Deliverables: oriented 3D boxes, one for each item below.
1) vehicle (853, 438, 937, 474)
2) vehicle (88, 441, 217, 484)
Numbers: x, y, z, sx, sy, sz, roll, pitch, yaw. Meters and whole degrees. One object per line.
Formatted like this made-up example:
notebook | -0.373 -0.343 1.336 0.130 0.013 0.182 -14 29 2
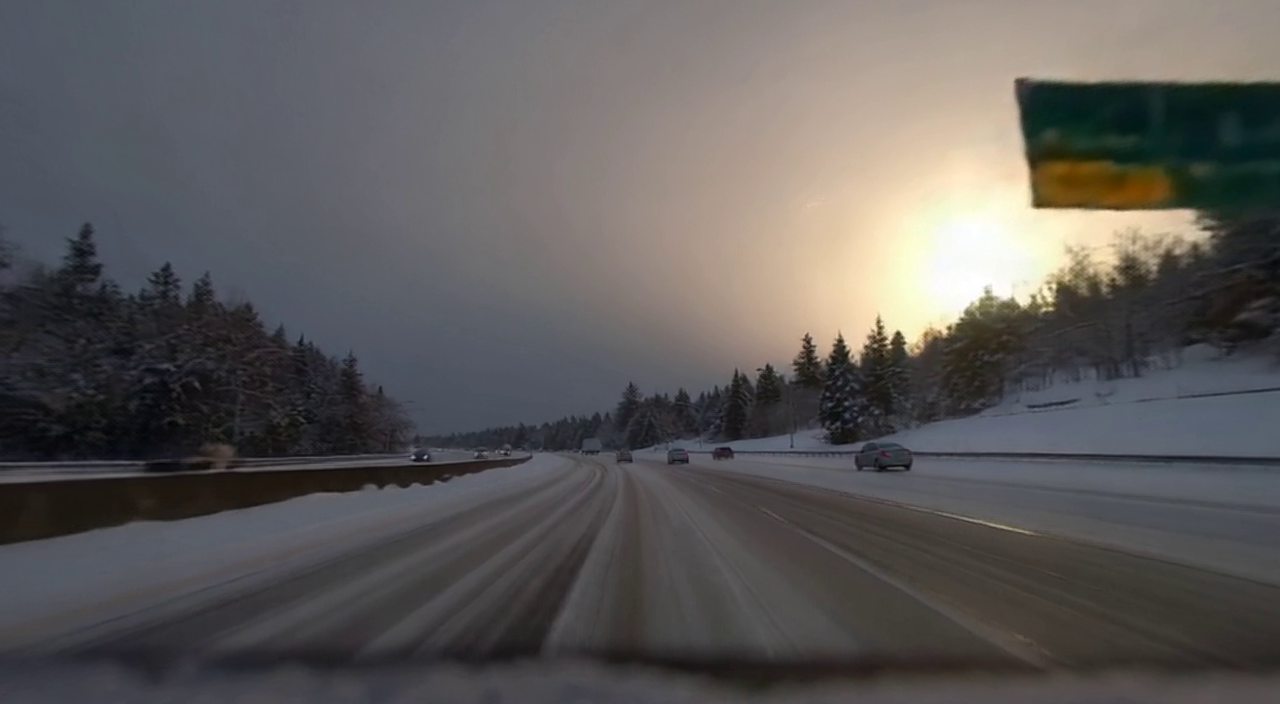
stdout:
vehicle | 13.699 5.649 34.269 2.107 1.803 5.385 0 -9 -2
vehicle | -25.943 5.887 33.917 2.275 2.108 6.034 0 -9 -2
